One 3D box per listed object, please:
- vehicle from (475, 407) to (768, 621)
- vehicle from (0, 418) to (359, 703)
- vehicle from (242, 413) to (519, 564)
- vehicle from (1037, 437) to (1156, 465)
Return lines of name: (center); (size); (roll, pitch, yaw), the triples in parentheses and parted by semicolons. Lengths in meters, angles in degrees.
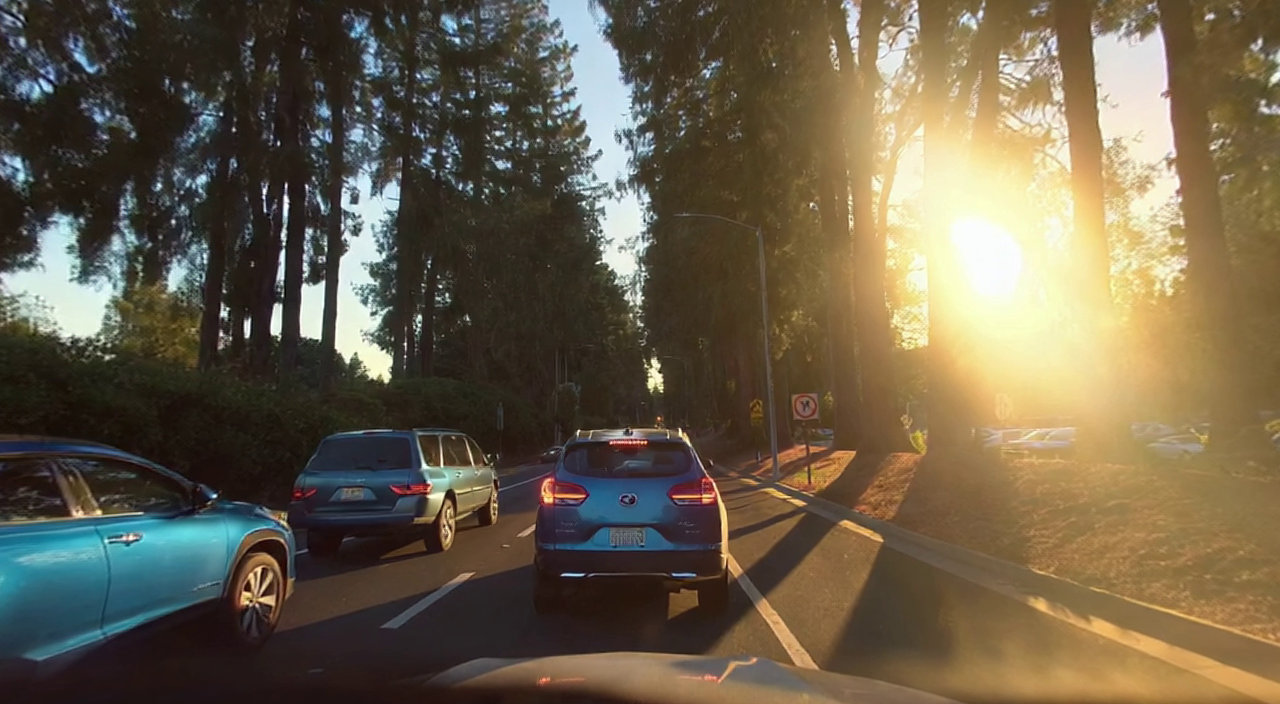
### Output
vehicle: (-0.037, 1.515, 6.828); (2.229, 1.591, 3.897); (-1, -8, 4)
vehicle: (-3.656, 1.161, 3.626); (1.922, 1.464, 4.424); (0, -8, 2)
vehicle: (-3.502, 1.939, 9.789); (2.188, 1.745, 4.618); (0, -8, 2)
vehicle: (28.433, 6.164, 39.443); (5.955, 1.702, 2.166); (1, -8, -6)
